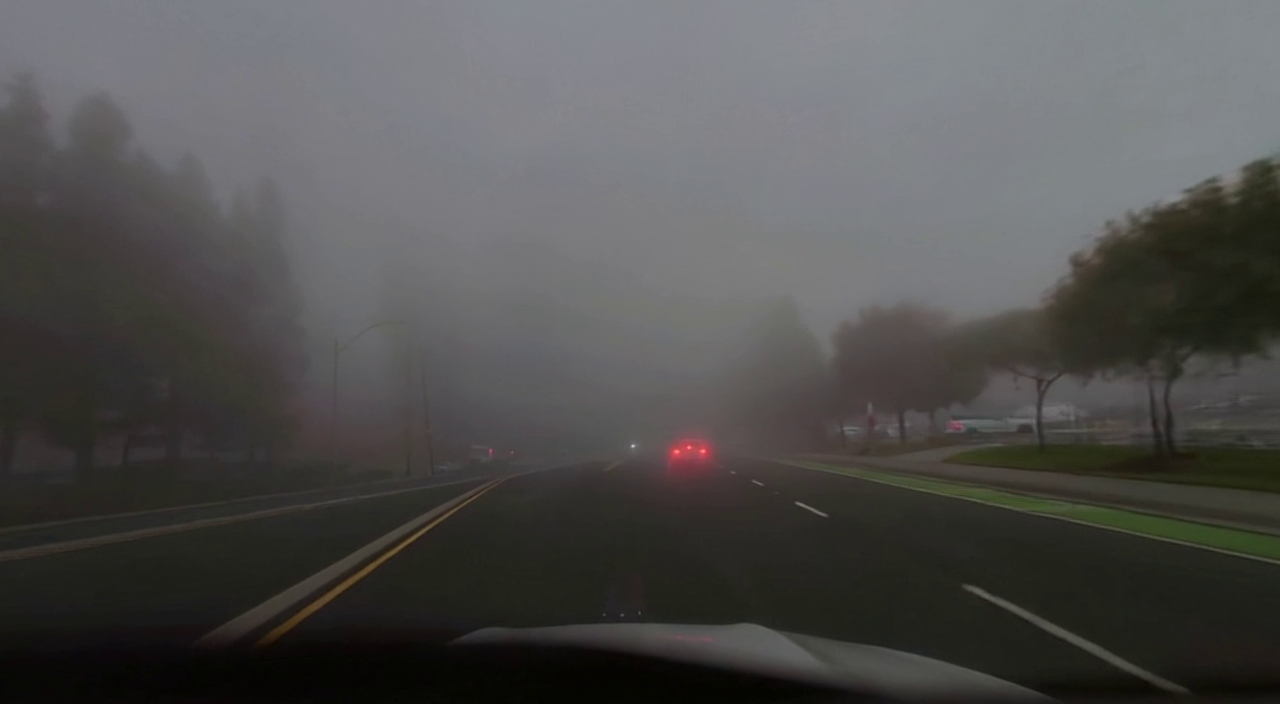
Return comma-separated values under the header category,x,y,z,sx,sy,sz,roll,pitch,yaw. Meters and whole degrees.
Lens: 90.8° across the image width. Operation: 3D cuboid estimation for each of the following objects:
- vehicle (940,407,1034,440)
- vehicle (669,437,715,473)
category,x,y,z,sx,sy,sz,roll,pitch,yaw
vehicle,20.965,4.367,38.358,4.359,1.849,2.152,-1,-9,4
vehicle,2.602,5.206,32.098,2.181,1.639,4.127,-1,-9,4
